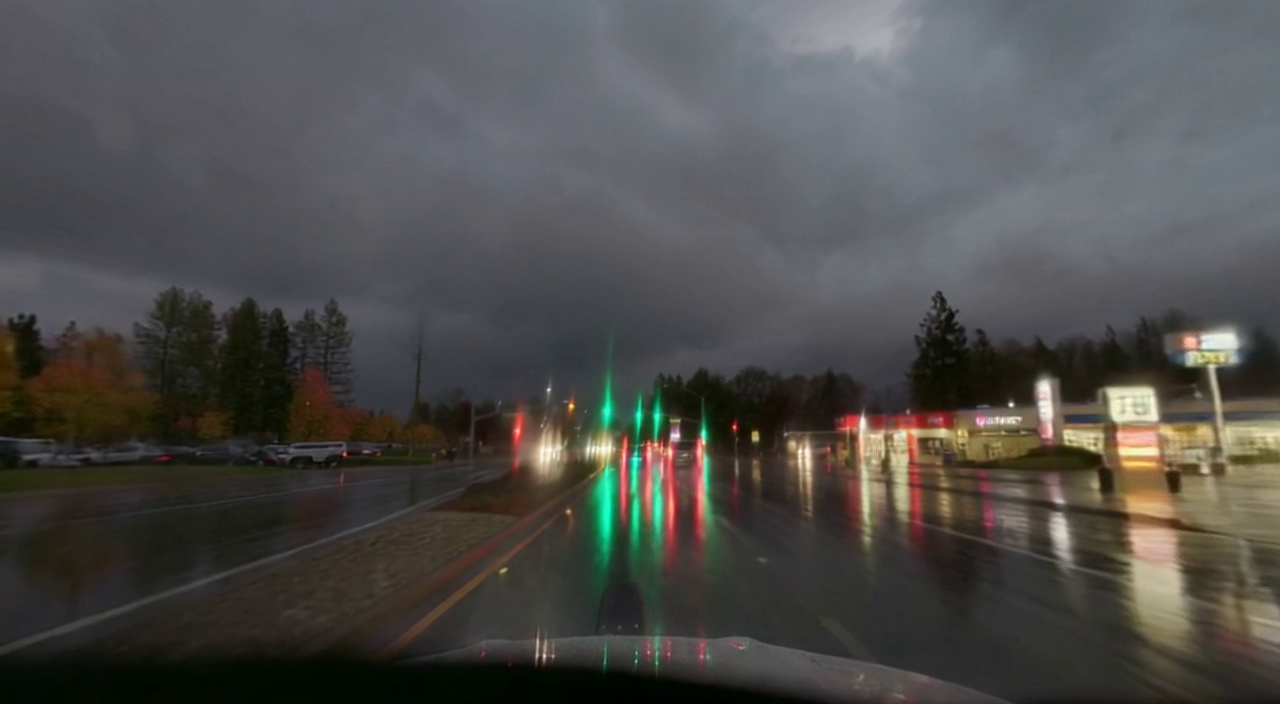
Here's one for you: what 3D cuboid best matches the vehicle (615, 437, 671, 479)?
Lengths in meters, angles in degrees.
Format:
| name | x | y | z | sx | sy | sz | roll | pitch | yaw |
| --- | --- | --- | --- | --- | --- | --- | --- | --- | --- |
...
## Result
| name | x | y | z | sx | sy | sz | roll | pitch | yaw |
| --- | --- | --- | --- | --- | --- | --- | --- | --- | --- |
| vehicle | 0.107 | 4.343 | 26.127 | 2.145 | 1.572 | 4.021 | 1 | -8 | -1 |

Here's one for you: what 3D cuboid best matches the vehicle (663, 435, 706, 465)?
| name | x | y | z | sx | sy | sz | roll | pitch | yaw |
| --- | --- | --- | --- | --- | --- | --- | --- | --- | --- |
| vehicle | 3.203 | 7.280 | 46.988 | 2.731 | 2.101 | 6.047 | 1 | -8 | -1 |

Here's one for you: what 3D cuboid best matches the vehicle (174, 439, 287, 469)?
| name | x | y | z | sx | sy | sz | roll | pitch | yaw |
| --- | --- | --- | --- | --- | --- | --- | --- | --- | --- |
| vehicle | -27.089 | 6.801 | 41.979 | 6.027 | 1.805 | 2.010 | 3 | -11 | -26 |
